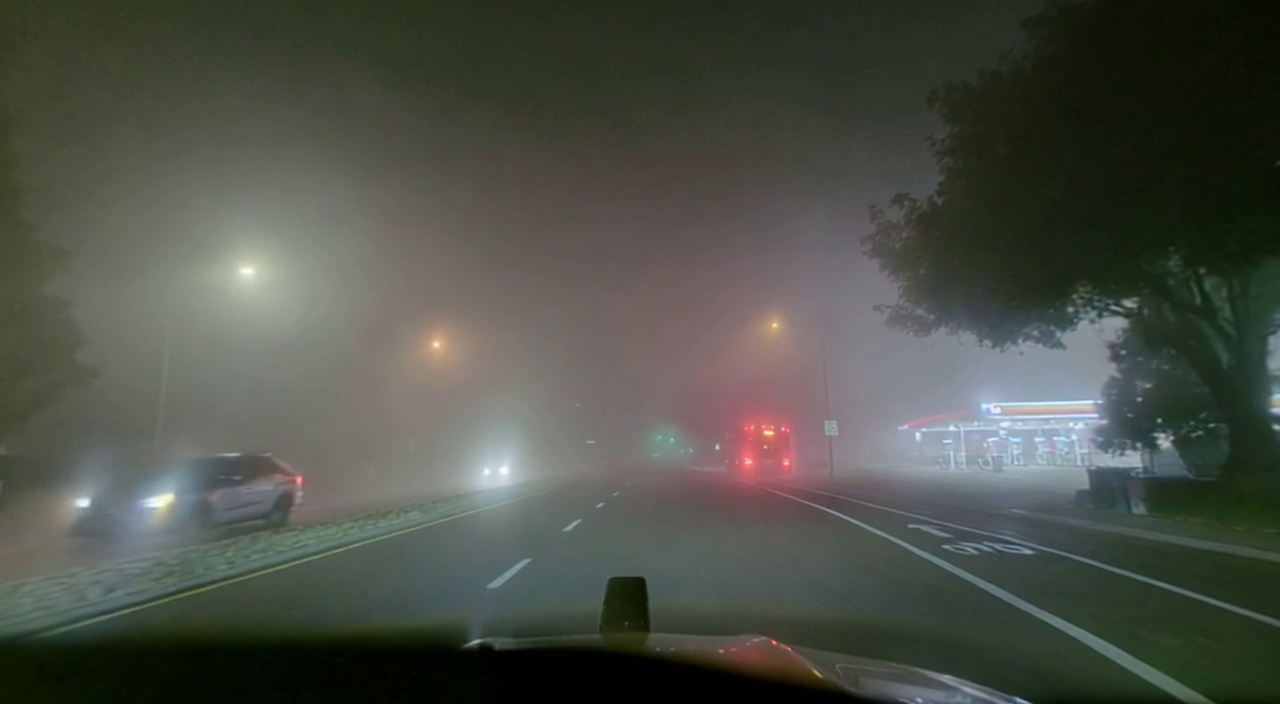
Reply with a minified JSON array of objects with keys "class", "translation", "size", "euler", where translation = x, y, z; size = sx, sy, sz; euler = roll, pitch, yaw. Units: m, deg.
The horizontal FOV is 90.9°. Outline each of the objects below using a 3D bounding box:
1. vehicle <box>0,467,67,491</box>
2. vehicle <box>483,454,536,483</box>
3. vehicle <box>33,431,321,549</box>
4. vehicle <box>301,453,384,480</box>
[{"class":"vehicle","translation":[-43.060,8.752,43.334],"size":[2.287,1.527,4.946],"euler":[-2,-10,7]},{"class":"vehicle","translation":[-7.126,6.390,34.806],"size":[1.900,1.481,4.317],"euler":[0,-9,1]},{"class":"vehicle","translation":[-7.934,2.372,11.446],"size":[1.982,1.722,4.070],"euler":[-1,-9,2]},{"class":"vehicle","translation":[-22.751,8.712,48.407],"size":[2.284,1.855,5.392],"euler":[-4,-10,27]}]
